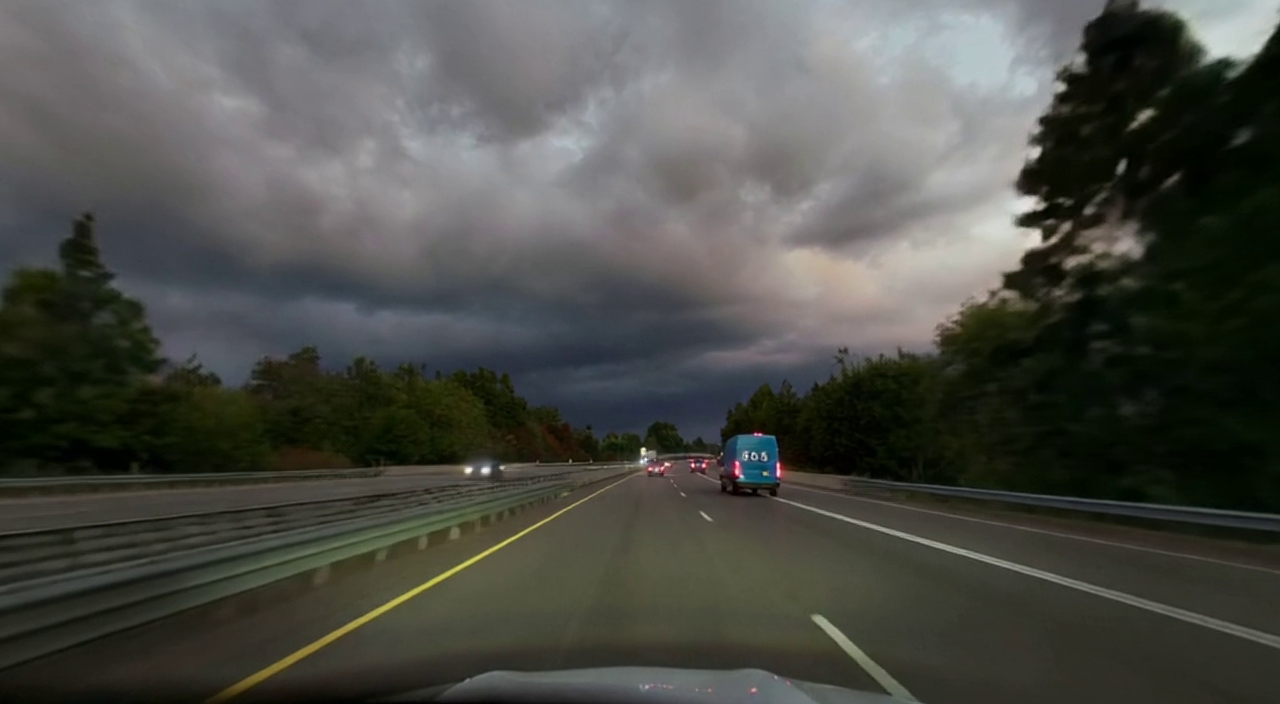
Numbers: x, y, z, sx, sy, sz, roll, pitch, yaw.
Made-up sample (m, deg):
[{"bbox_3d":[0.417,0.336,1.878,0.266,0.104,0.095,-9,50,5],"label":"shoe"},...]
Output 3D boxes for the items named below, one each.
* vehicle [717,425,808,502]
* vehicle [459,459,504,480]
[{"bbox_3d":[4.558,4.379,24.649,2.366,2.595,5.793,0,-11,0],"label":"vehicle"},{"bbox_3d":[-11.700,8.715,46.783,1.917,1.465,4.638,0,-11,2],"label":"vehicle"}]
